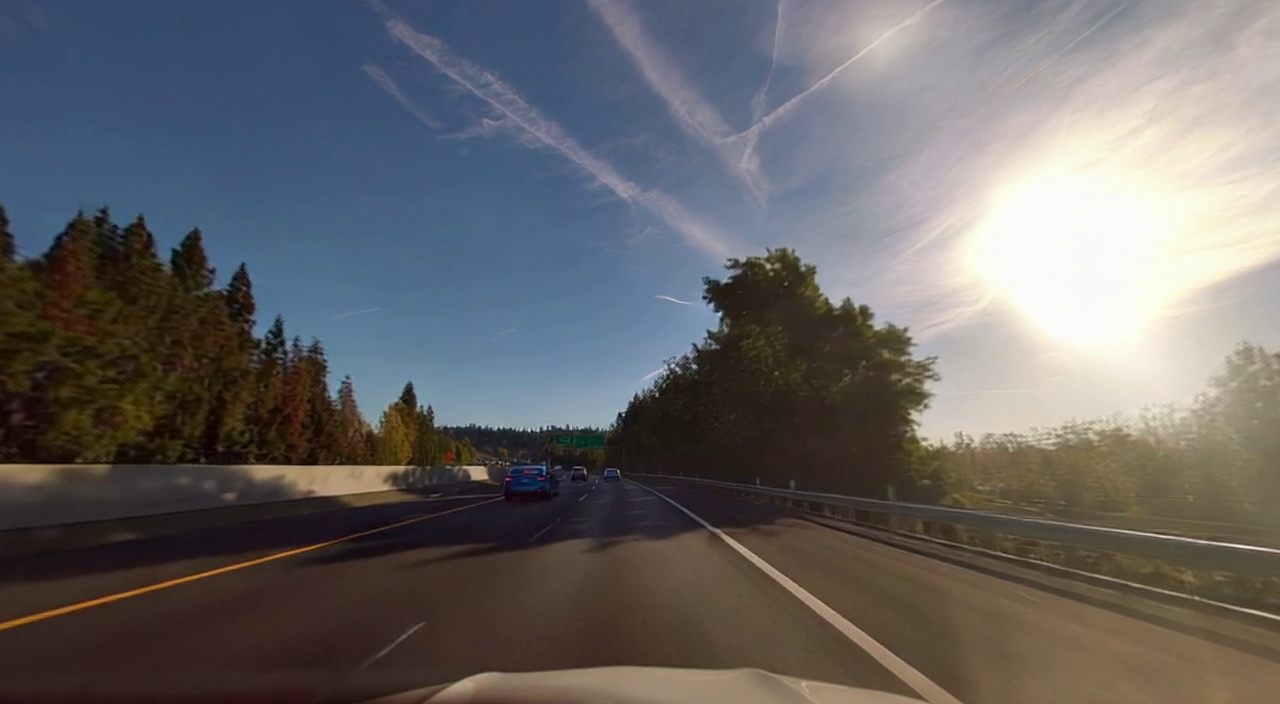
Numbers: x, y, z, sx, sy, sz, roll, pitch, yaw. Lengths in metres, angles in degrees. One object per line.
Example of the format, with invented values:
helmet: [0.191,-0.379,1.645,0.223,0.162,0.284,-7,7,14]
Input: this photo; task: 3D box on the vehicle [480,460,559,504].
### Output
vehicle: [-4.793,5.297,25.881,2.328,1.559,5.041,1,-11,-1]
